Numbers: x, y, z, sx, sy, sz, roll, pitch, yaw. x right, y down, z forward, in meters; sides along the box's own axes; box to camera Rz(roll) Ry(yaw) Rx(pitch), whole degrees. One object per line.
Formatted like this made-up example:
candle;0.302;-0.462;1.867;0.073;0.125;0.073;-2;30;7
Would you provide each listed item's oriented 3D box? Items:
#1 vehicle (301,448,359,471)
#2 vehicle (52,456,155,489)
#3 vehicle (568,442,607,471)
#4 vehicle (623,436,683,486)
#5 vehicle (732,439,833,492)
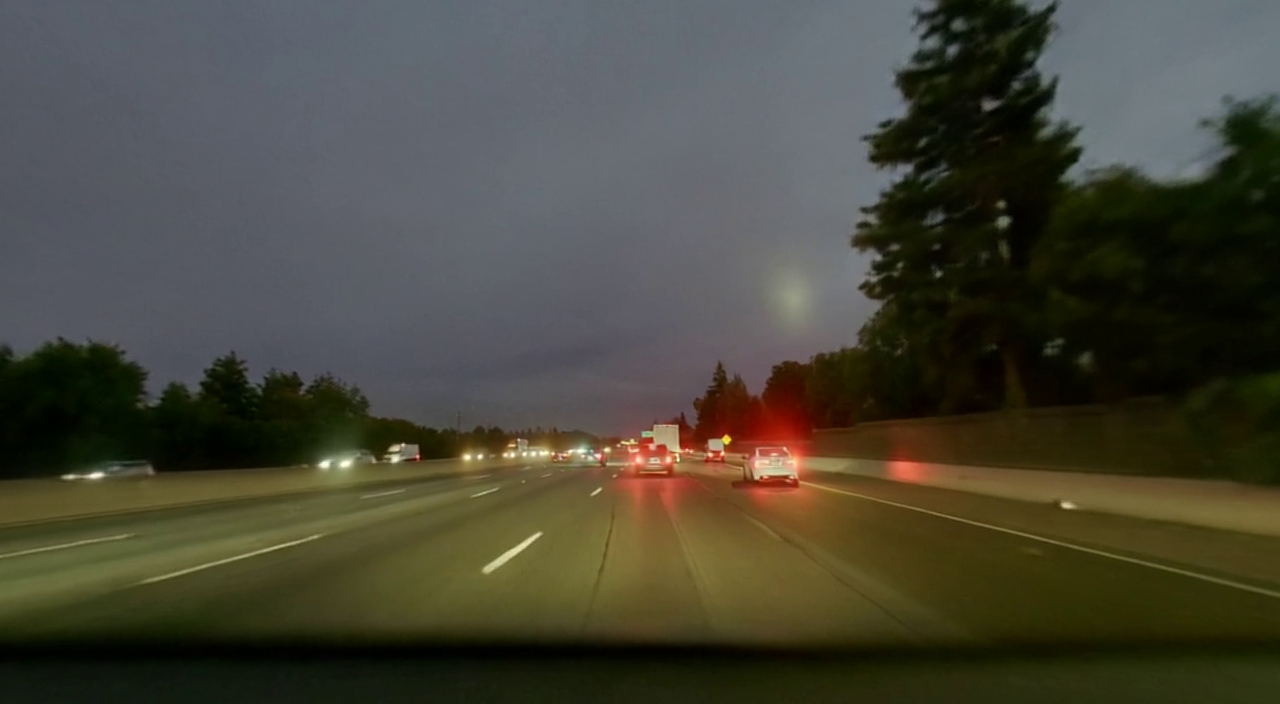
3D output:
vehicle;-17.991;6.220;36.793;1.569;1.270;3.349;-1;-9;2
vehicle;-25.980;5.813;30.754;1.813;1.448;3.521;0;-9;1
vehicle;-3.245;6.593;40.024;1.988;1.696;4.754;0;-8;1
vehicle;0.479;4.158;24.401;2.103;1.717;4.399;0;-9;0
vehicle;4.382;3.583;20.307;2.146;1.482;4.665;0;-9;0
